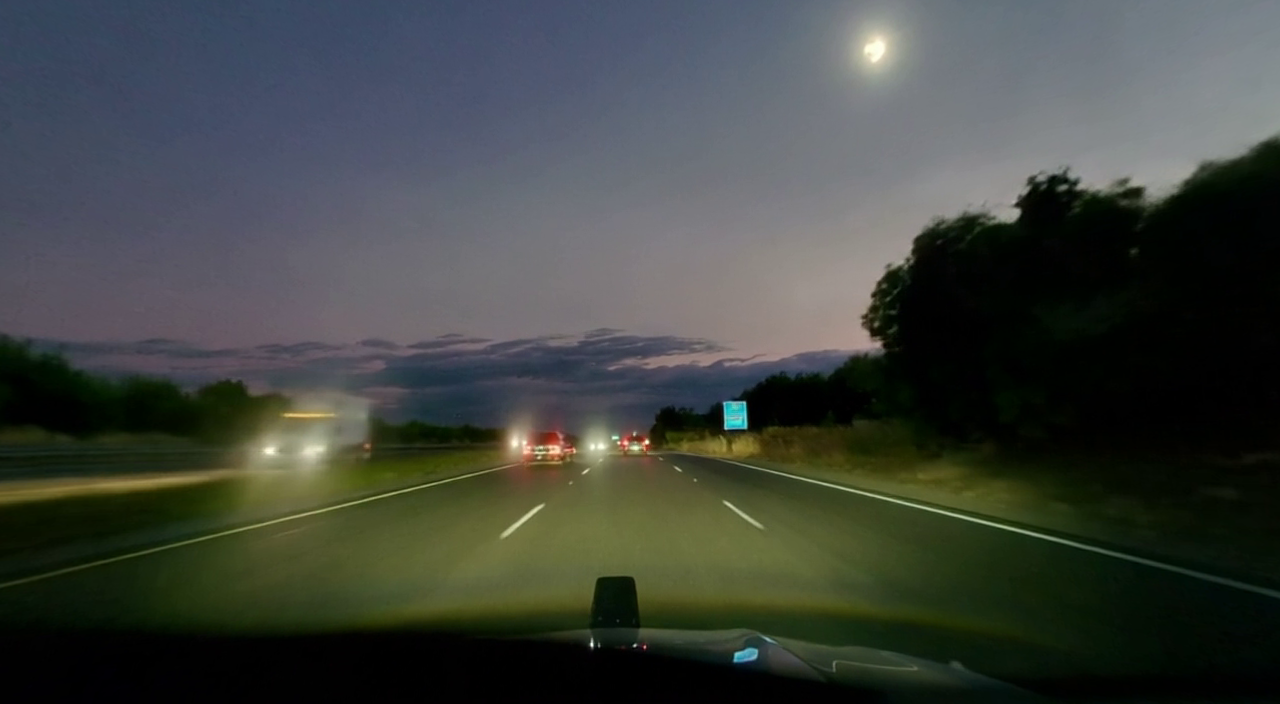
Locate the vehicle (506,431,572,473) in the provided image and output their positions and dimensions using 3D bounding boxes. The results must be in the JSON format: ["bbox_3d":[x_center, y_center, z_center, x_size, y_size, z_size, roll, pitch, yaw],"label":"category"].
[{"bbox_3d":[-4.077,4.094,26.106,2.062,1.567,4.117,0,-8,0],"label":"vehicle"}]

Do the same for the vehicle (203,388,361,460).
[{"bbox_3d":[-13.042,2.766,23.598,2.474,2.352,5.794,0,-8,0],"label":"vehicle"}]

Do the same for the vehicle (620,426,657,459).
[{"bbox_3d":[-0.106,5.729,40.044,2.223,1.957,4.416,0,-8,-1],"label":"vehicle"}]
